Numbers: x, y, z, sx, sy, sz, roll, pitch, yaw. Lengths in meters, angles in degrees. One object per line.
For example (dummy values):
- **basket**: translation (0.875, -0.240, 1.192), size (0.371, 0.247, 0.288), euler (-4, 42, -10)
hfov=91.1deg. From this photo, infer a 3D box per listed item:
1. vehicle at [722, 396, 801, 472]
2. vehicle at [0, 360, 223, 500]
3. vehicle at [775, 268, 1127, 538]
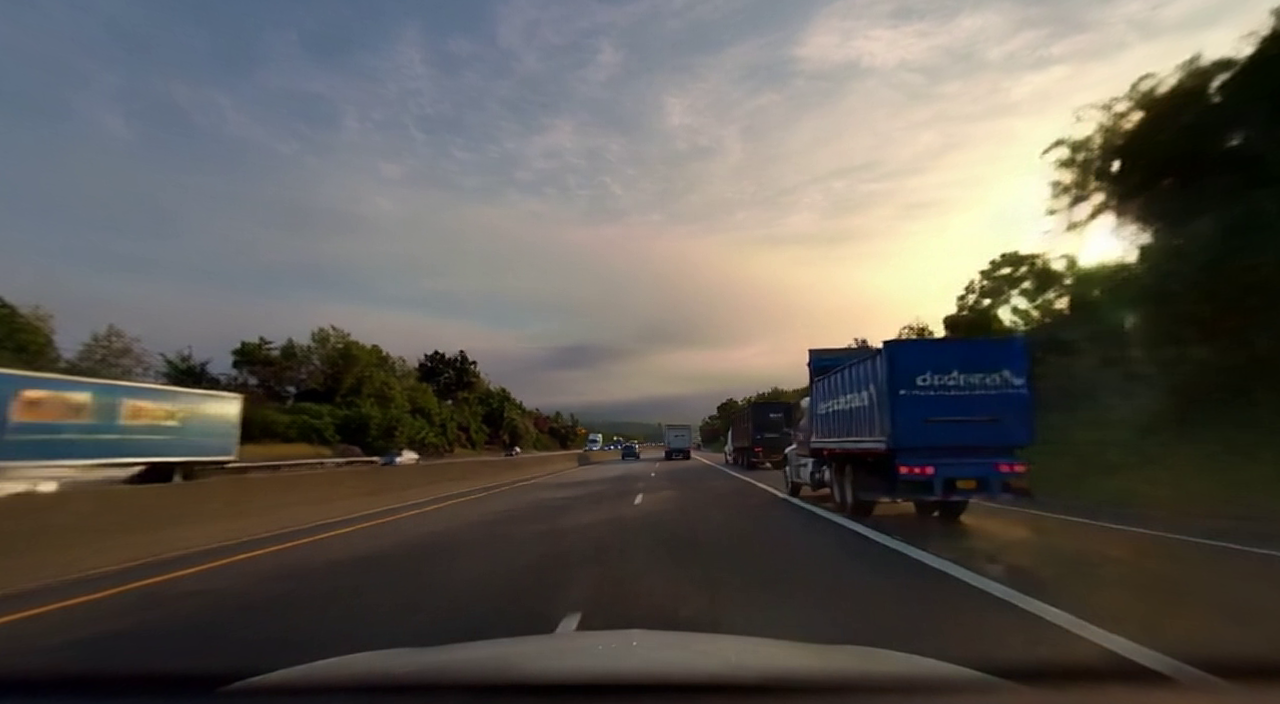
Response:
- **vehicle**: translation (7.434, 5.296, 40.662), size (2.843, 4.053, 13.777), euler (0, -7, 2)
- **vehicle**: translation (-22.622, 3.207, 25.303), size (3.010, 4.620, 11.933), euler (-1, -8, 3)
- **vehicle**: translation (5.466, 1.355, 14.015), size (2.920, 3.860, 10.035), euler (0, -8, 2)
